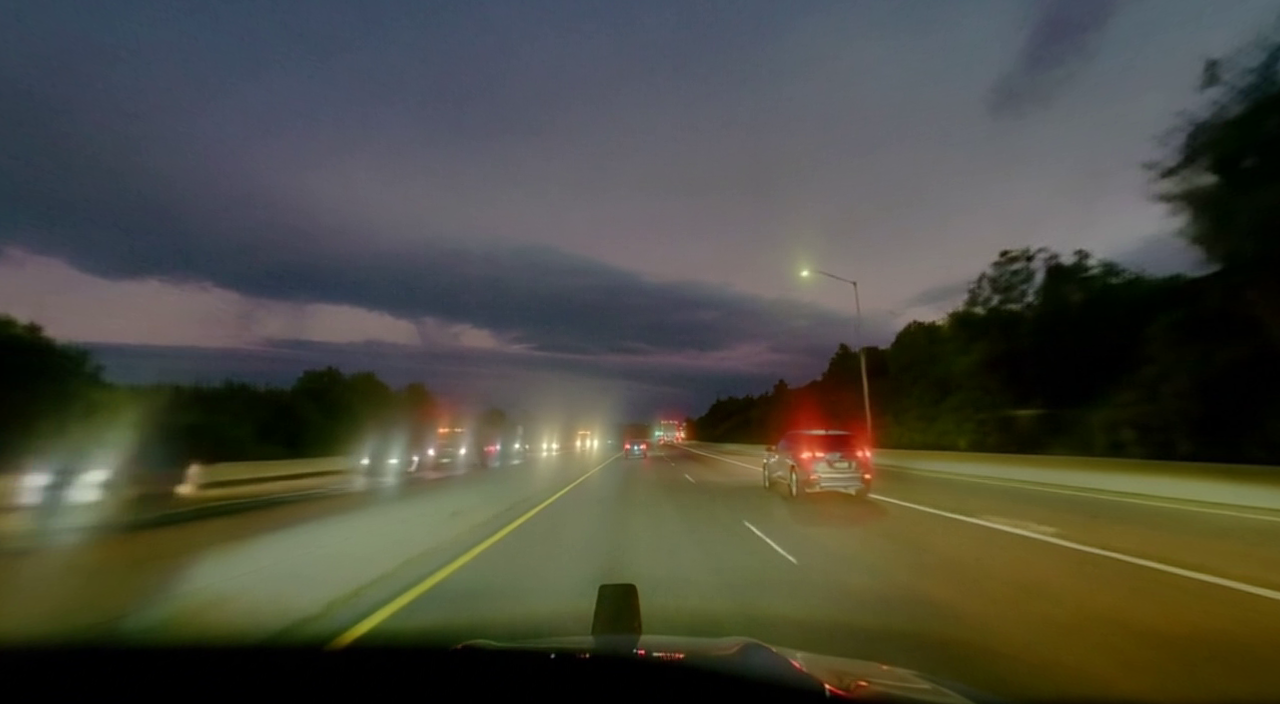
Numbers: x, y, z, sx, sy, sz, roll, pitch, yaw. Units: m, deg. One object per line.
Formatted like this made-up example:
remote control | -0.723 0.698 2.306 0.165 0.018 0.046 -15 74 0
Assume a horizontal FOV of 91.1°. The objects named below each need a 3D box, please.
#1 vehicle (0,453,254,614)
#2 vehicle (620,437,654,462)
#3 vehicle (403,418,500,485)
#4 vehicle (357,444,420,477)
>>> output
vehicle | -8.096 2.016 7.031 2.765 1.562 7.080 0 -8 3
vehicle | -0.221 6.195 39.857 2.004 1.472 4.075 0 -8 -1
vehicle | -8.079 4.331 27.711 2.453 2.460 6.190 -3 -8 -1
vehicle | -13.612 5.870 34.222 1.889 1.606 3.758 -1 -8 0
